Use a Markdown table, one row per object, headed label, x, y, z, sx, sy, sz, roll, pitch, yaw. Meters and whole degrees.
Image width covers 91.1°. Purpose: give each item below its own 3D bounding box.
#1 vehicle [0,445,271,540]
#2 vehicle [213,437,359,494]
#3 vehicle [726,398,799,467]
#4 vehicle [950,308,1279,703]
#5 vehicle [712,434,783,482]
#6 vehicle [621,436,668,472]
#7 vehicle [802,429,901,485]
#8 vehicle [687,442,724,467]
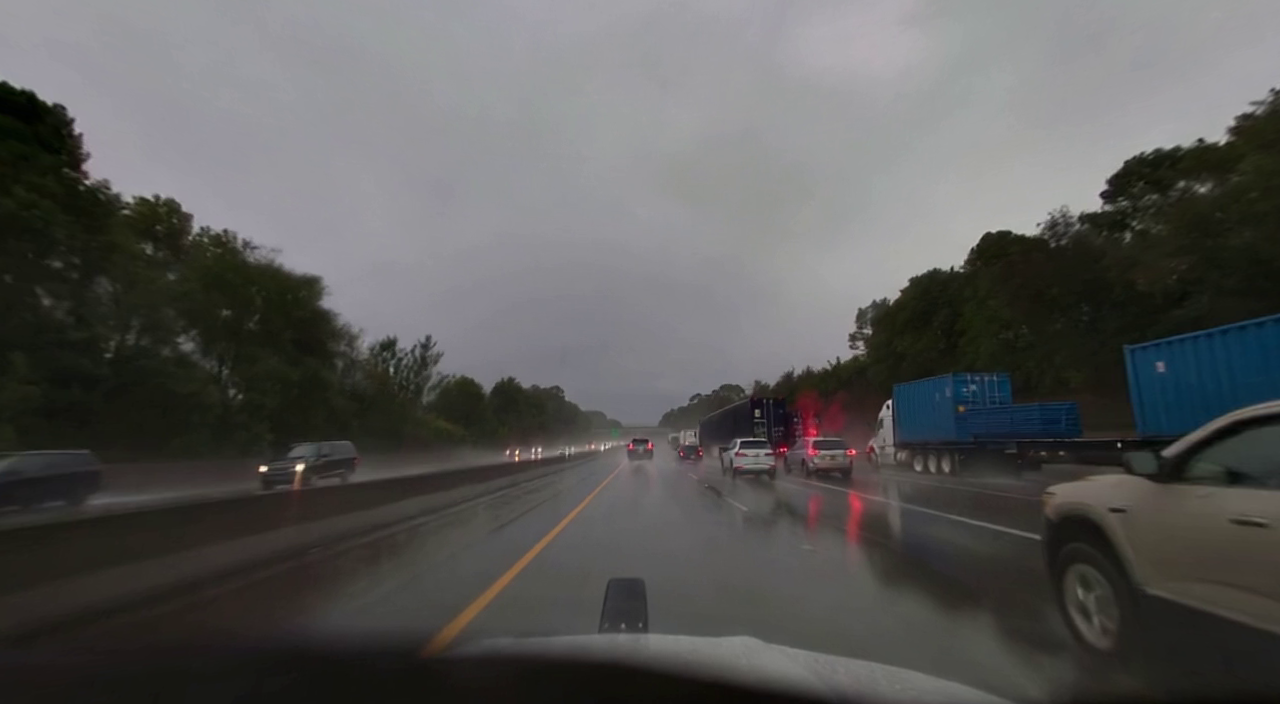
| label | x | y | z | sx | sy | sz | roll | pitch | yaw |
| --- | --- | --- | --- | --- | --- | --- | --- | --- | --- |
| vehicle | -9.549 | 2.578 | 12.256 | 1.941 | 1.486 | 4.360 | 0 | -8 | 1 |
| vehicle | -13.440 | 4.310 | 24.411 | 2.249 | 1.925 | 5.566 | 0 | -8 | 2 |
| vehicle | 7.838 | 5.401 | 41.462 | 2.784 | 4.002 | 9.298 | 0 | -8 | -1 |
| vehicle | 3.822 | 0.815 | 3.104 | 2.091 | 1.878 | 4.920 | 0 | -8 | 1 |
| vehicle | 4.077 | 4.070 | 24.411 | 1.972 | 1.693 | 4.139 | 0 | -8 | -1 |
| vehicle | 0.196 | 5.333 | 32.935 | 2.313 | 1.736 | 4.215 | 0 | -8 | -1 |
| vehicle | 7.630 | 3.828 | 23.228 | 1.985 | 1.835 | 4.681 | 0 | -8 | -1 |
| vehicle | 4.078 | 6.459 | 39.823 | 1.888 | 1.501 | 4.608 | 0 | -8 | 0 |
